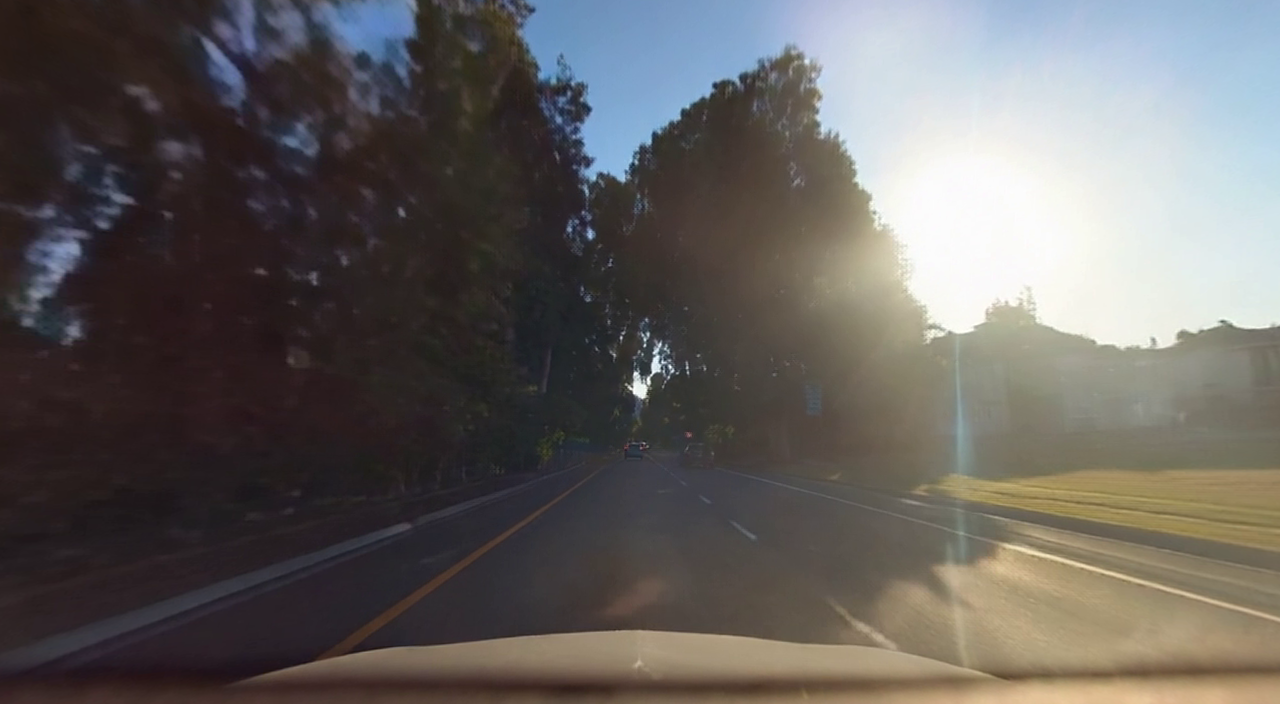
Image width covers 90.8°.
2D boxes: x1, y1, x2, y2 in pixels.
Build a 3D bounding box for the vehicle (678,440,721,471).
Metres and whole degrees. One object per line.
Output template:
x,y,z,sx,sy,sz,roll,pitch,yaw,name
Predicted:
3.259,5.770,35.492,1.888,1.640,4.044,0,-8,-2,vehicle
